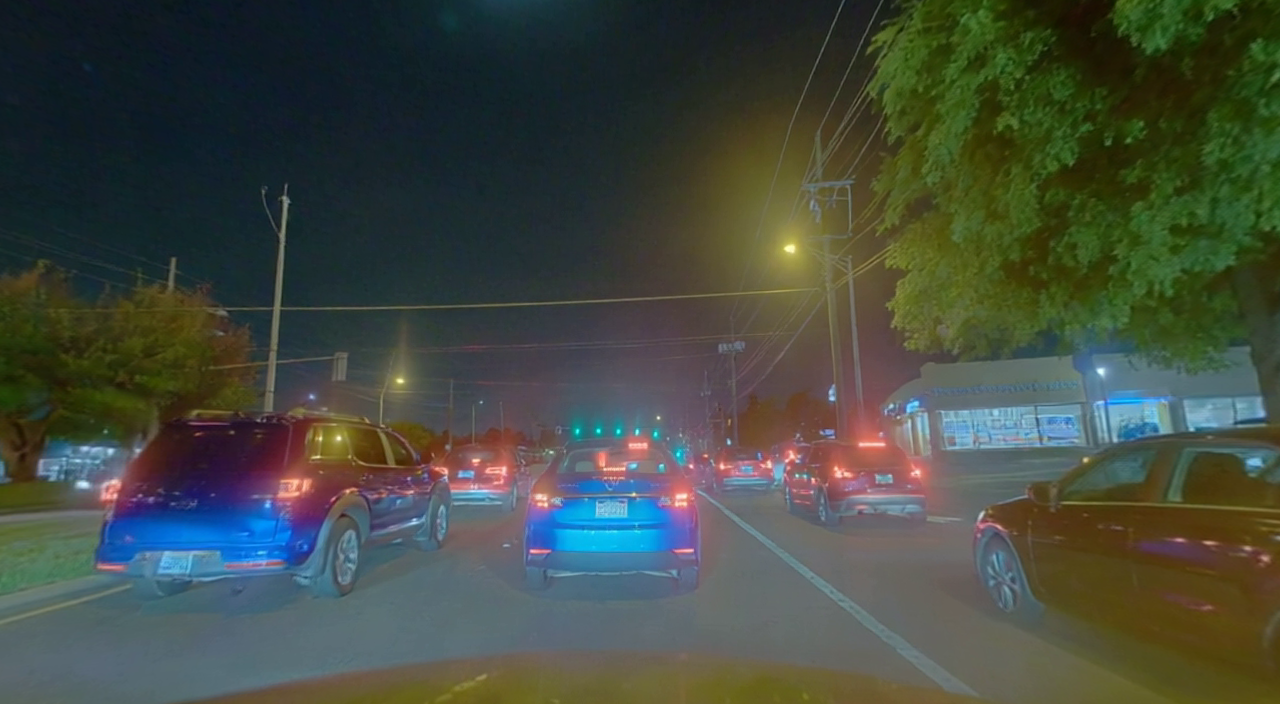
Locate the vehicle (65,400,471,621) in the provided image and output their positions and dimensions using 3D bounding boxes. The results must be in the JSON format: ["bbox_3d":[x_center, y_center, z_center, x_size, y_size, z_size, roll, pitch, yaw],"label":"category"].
[{"bbox_3d":[-3.450,1.540,7.082,1.979,1.697,4.254,0,-9,-1],"label":"vehicle"}]

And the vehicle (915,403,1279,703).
[{"bbox_3d":[3.652,1.134,3.777,1.929,1.479,4.723,0,-9,1],"label":"vehicle"}]

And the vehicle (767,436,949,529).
[{"bbox_3d":[3.923,2.416,12.317,1.909,1.473,4.361,0,-9,-1],"label":"vehicle"}]

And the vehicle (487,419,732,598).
[{"bbox_3d":[-0.322,1.632,7.396,2.097,1.511,3.809,0,-9,-2],"label":"vehicle"}]
